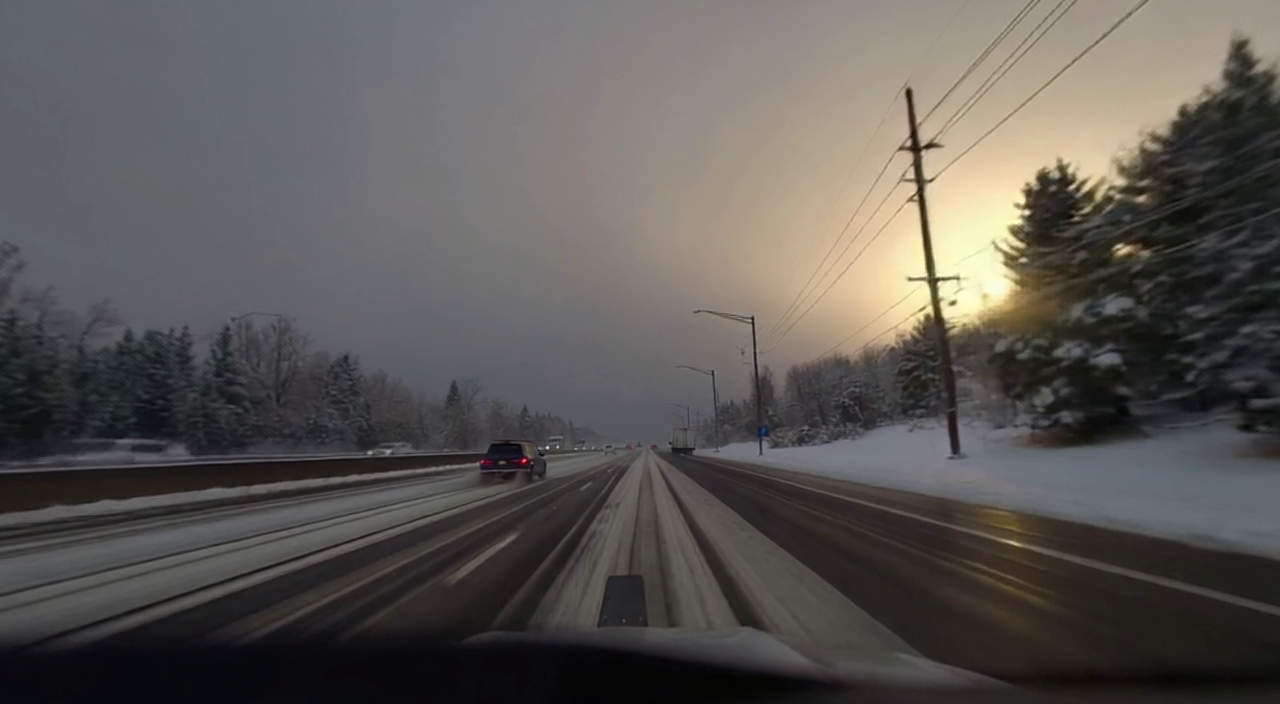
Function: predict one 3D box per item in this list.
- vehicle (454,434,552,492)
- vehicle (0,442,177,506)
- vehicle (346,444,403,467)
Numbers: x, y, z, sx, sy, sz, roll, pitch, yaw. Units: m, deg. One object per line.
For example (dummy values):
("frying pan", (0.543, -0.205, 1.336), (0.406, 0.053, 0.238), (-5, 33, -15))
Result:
("vehicle", (-4.229, 3.499, 20.222), (2.064, 1.642, 4.389), (0, -8, 1))
("vehicle", (-15.016, 3.181, 16.927), (1.890, 1.476, 4.274), (0, -8, 0))
("vehicle", (-18.870, 7.353, 45.029), (1.926, 1.571, 4.680), (0, -8, 1))
